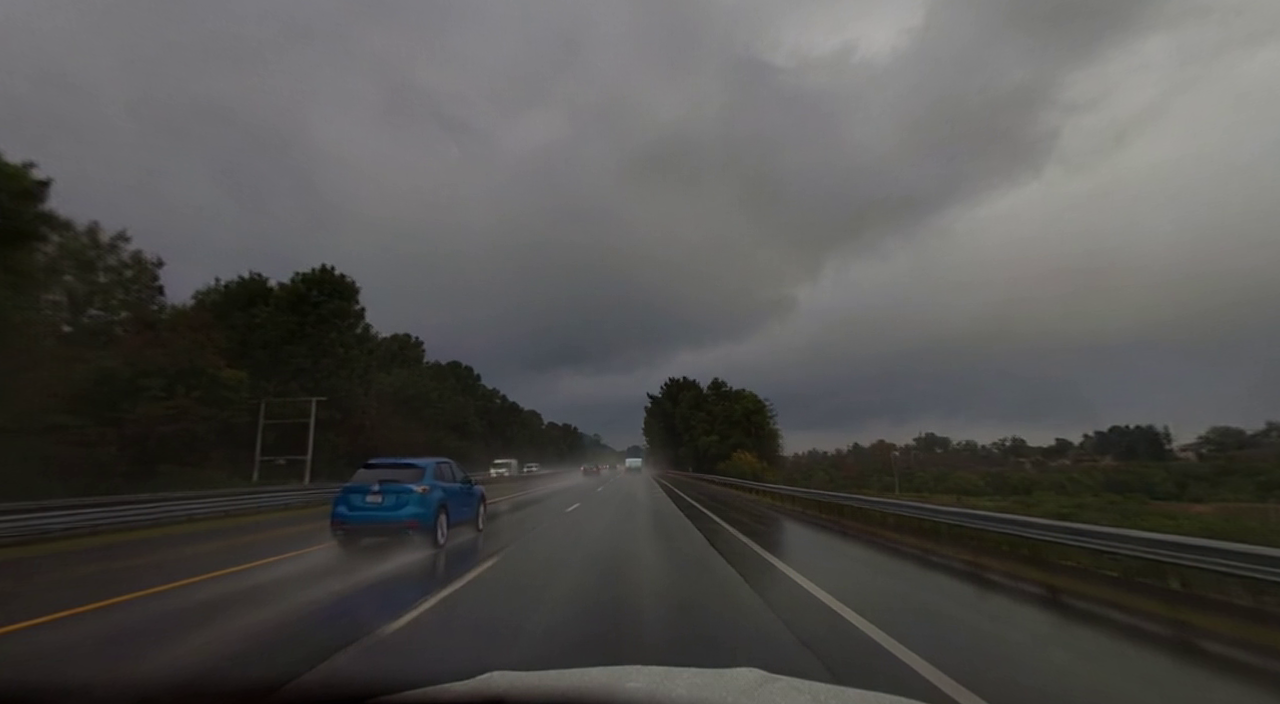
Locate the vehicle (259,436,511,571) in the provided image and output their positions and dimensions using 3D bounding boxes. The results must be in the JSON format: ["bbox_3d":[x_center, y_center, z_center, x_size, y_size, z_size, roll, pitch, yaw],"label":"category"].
[{"bbox_3d":[-3.714,2.355,10.389,2.123,1.666,4.709,1,-10,0],"label":"vehicle"}]
